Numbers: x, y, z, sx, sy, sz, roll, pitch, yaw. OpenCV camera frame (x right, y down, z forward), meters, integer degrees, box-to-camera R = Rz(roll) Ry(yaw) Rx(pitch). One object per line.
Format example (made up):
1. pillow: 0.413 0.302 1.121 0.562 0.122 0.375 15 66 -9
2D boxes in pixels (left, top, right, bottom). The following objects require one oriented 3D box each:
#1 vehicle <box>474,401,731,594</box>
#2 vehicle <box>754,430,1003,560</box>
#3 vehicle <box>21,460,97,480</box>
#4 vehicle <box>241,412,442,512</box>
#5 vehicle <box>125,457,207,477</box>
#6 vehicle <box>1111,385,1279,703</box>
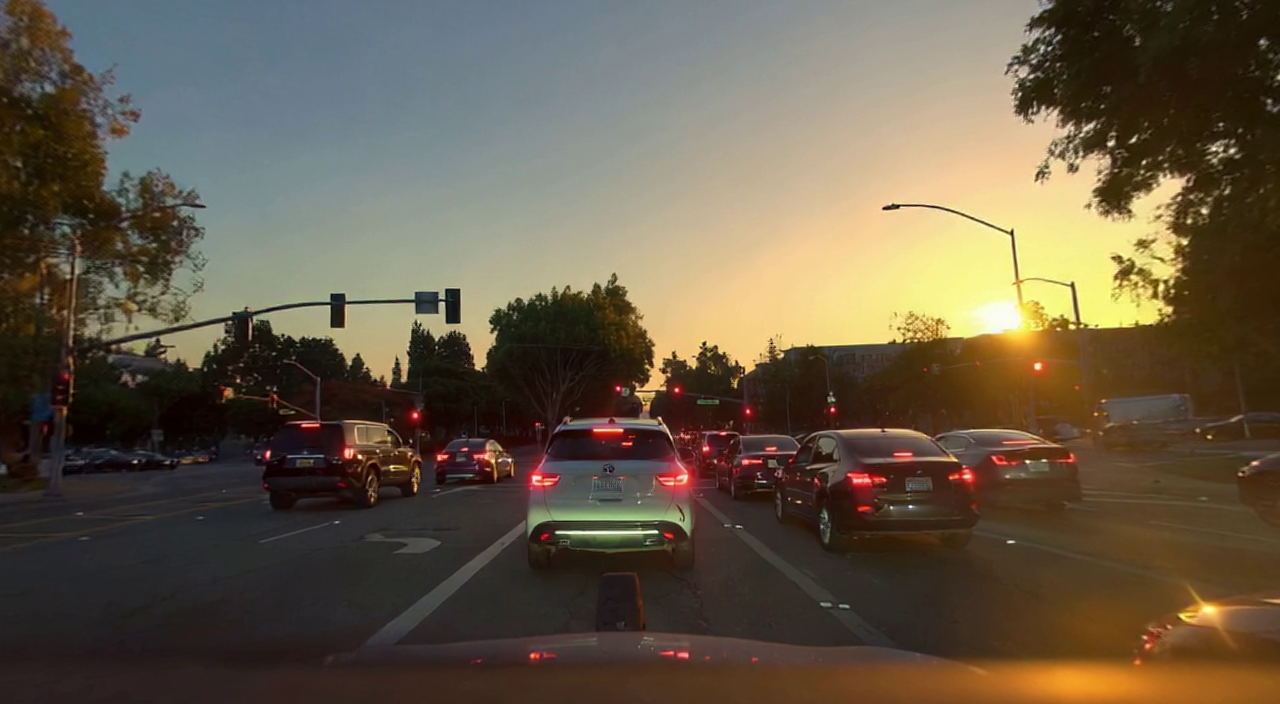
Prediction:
1. vehicle: -0.321 1.585 7.642 2.256 1.694 4.055 0 -8 0
2. vehicle: 3.154 1.977 9.500 1.971 1.473 4.495 0 -8 0
3. vehicle: -45.672 9.269 49.396 4.232 1.498 1.791 0 -8 1
4. vehicle: -6.721 2.556 15.015 2.214 1.953 5.017 0 -8 1
5. vehicle: -37.338 9.052 49.472 4.914 1.487 1.850 0 -8 0
6. vehicle: 3.309 0.672 0.840 1.980 1.515 4.362 0 -8 1
